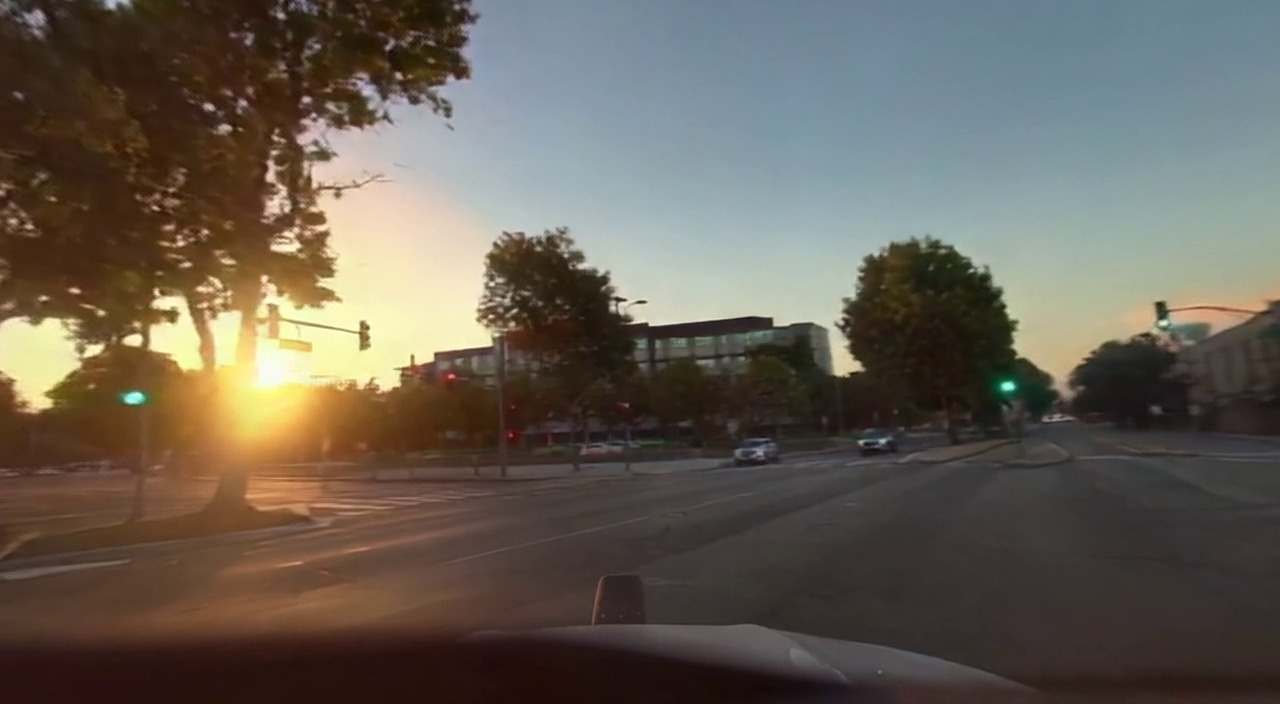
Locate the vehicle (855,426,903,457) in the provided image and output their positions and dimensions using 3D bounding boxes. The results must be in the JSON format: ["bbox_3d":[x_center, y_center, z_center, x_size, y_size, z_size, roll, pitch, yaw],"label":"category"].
[{"bbox_3d":[13.829,5.184,36.457,2.034,1.663,4.025,-5,-9,27],"label":"vehicle"}]

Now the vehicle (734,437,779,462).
[{"bbox_3d":[7.458,6.207,40.366,1.786,1.499,3.797,-5,-9,26],"label":"vehicle"}]
